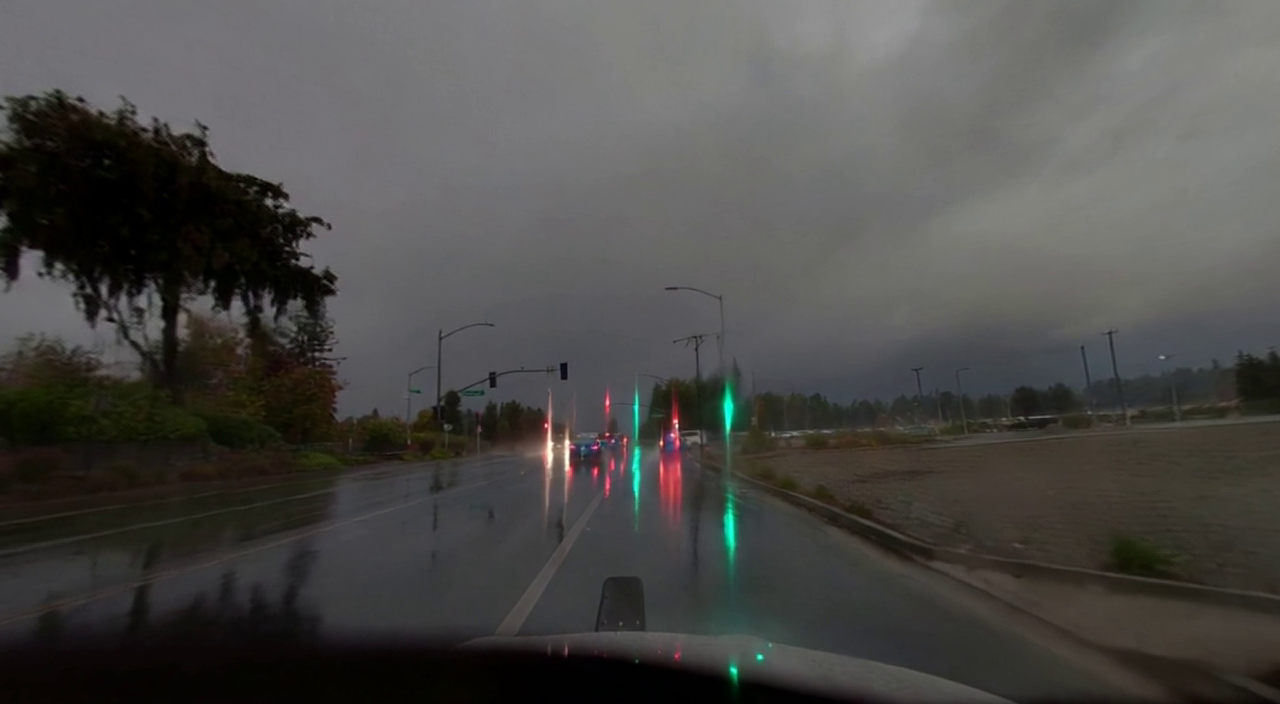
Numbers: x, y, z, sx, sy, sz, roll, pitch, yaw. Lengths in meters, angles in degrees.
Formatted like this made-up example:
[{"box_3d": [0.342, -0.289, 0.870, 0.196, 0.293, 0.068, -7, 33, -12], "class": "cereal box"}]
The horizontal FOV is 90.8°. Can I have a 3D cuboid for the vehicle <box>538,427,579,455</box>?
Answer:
[{"box_3d": [-6.097, 6.795, 48.023, 2.390, 2.020, 5.085, 0, -9, 0], "class": "vehicle"}]

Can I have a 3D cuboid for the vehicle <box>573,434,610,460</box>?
[{"box_3d": [-2.995, 5.984, 39.817, 1.979, 1.492, 3.930, 0, -9, 1], "class": "vehicle"}]
